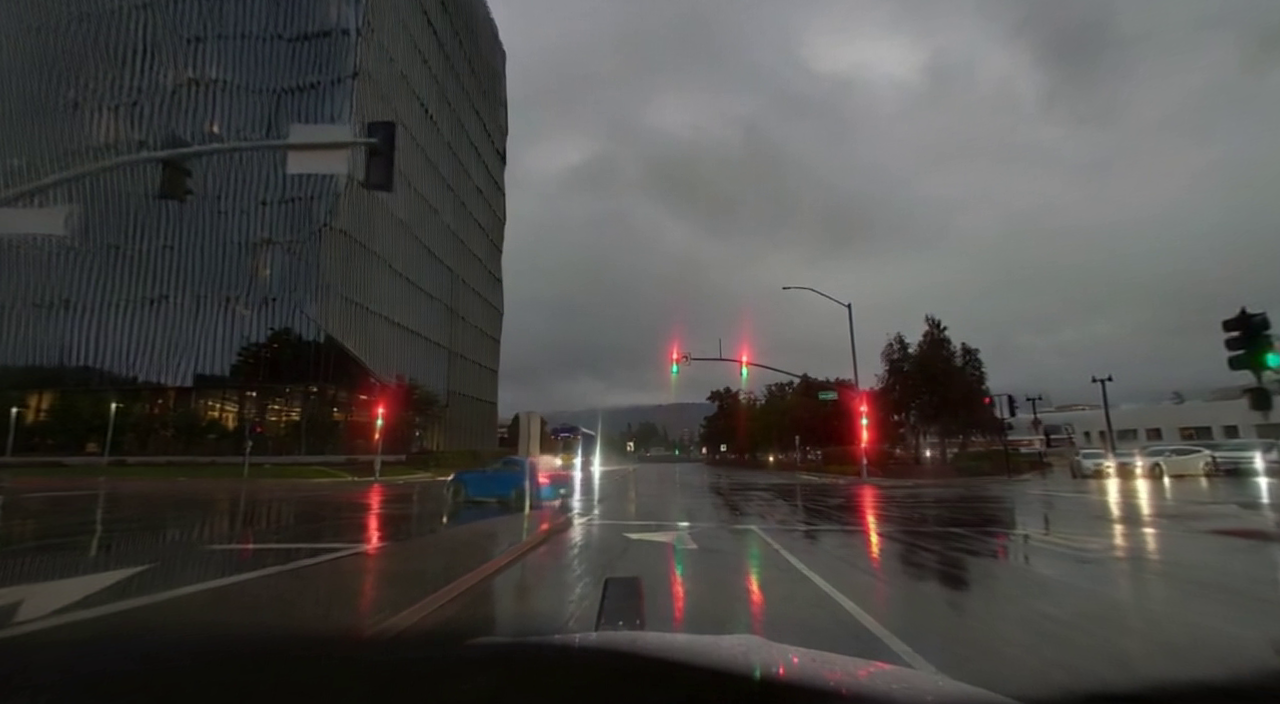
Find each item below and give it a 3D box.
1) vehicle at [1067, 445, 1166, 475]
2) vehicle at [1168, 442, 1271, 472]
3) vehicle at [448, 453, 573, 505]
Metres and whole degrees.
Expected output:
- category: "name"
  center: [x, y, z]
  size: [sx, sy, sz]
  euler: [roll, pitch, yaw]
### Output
- category: "vehicle"
  center: [25.307, 5.743, 33.692]
  size: [2.021, 1.484, 4.454]
  euler: [0, -9, 4]
- category: "vehicle"
  center: [30.174, 5.486, 32.961]
  size: [1.946, 1.467, 3.670]
  euler: [0, -9, 3]
- category: "vehicle"
  center: [-4.423, 4.190, 21.234]
  size: [4.197, 1.525, 2.014]
  euler: [-8, -12, 42]
